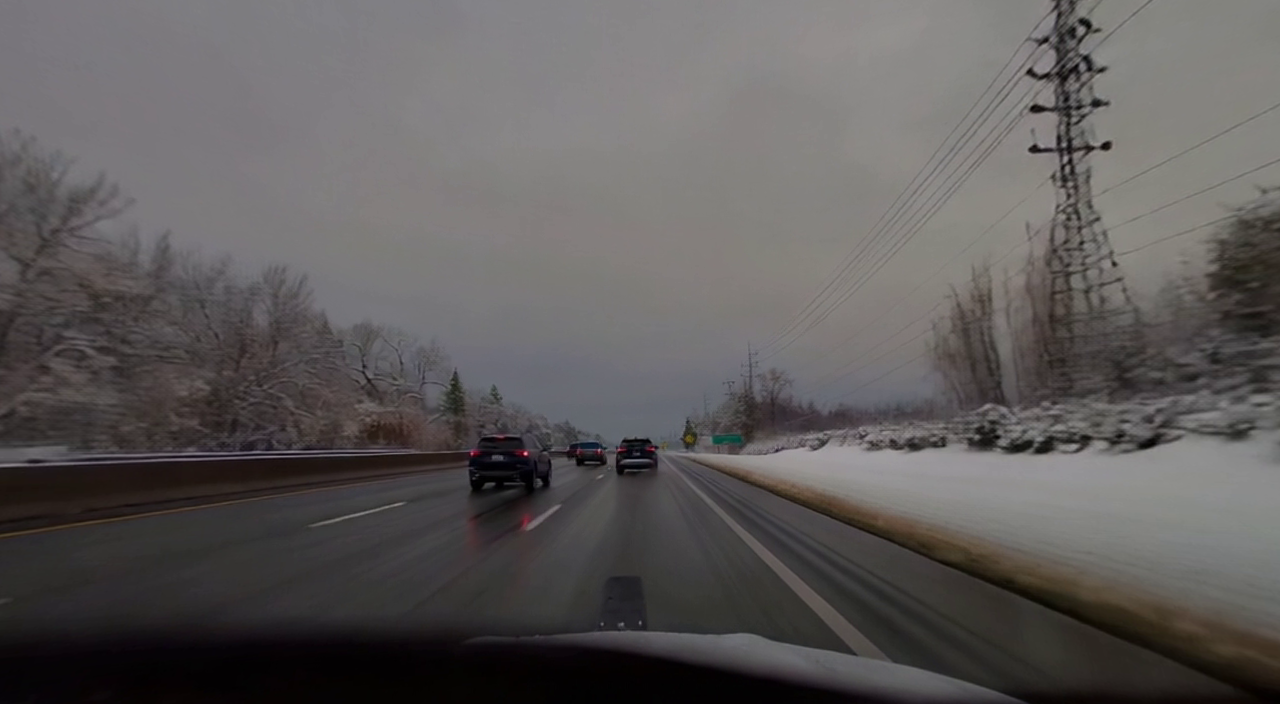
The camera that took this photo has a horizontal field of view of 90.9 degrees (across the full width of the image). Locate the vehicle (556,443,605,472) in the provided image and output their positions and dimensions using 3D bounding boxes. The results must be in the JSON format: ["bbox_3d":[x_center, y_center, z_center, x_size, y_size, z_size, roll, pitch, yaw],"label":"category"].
[{"bbox_3d":[-3.151,5.734,34.469,2.092,1.464,4.466,0,-8,2],"label":"vehicle"}]

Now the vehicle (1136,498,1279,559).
[{"bbox_3d":[21.654,6.661,24.162,1.820,1.768,4.621,-2,-10,6],"label":"vehicle"}]

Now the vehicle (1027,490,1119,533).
[{"bbox_3d":[22.092,8.118,32.448,1.826,1.625,4.758,-1,-8,7],"label":"vehicle"}]

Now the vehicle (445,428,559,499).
[{"bbox_3d":[-3.737,3.123,18.044,2.104,1.754,4.515,0,-8,2],"label":"vehicle"}]

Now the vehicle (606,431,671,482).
[{"bbox_3d":[-0.010,4.090,24.918,2.319,1.813,4.274,0,-8,1],"label":"vehicle"}]

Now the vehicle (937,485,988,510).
[{"bbox_3d":[24.421,10.997,47.912,1.985,1.513,4.339,-1,-8,6],"label":"vehicle"}]
